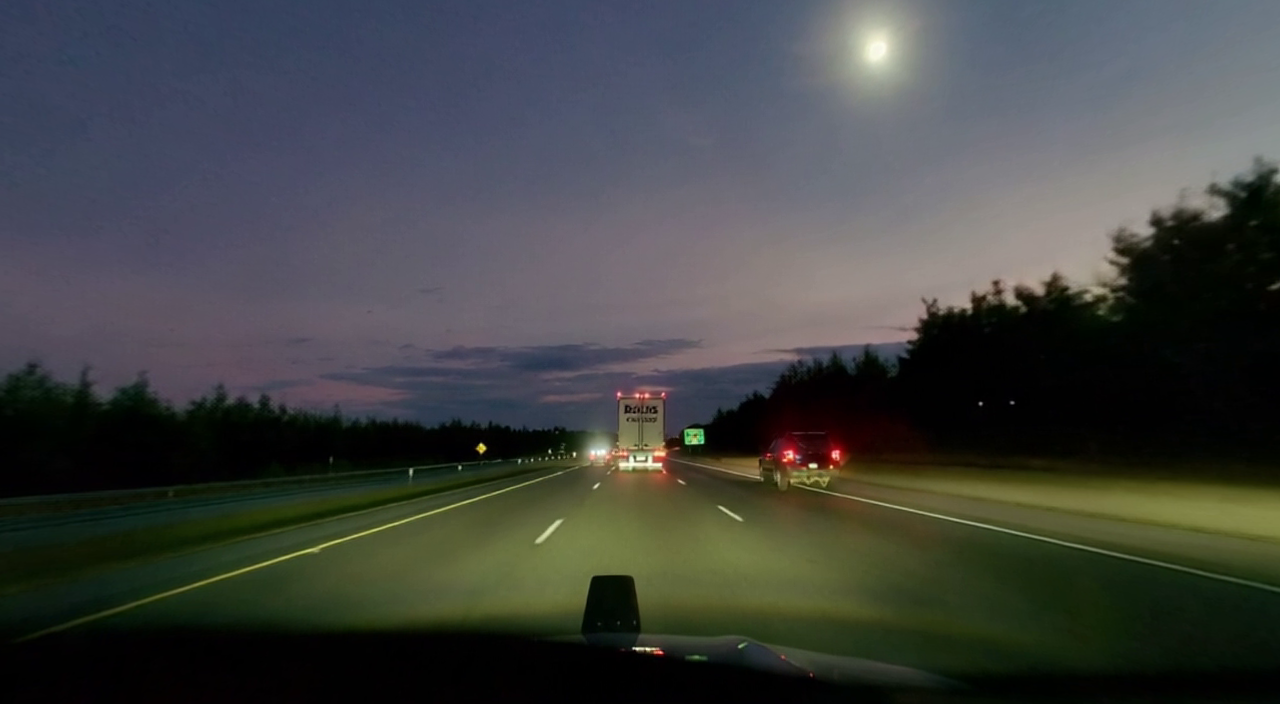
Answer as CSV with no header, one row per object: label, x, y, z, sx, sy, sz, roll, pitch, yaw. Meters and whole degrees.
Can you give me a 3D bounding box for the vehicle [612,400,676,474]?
vehicle,0.206,6.019,43.355,3.537,4.071,17.399,0,-9,0
